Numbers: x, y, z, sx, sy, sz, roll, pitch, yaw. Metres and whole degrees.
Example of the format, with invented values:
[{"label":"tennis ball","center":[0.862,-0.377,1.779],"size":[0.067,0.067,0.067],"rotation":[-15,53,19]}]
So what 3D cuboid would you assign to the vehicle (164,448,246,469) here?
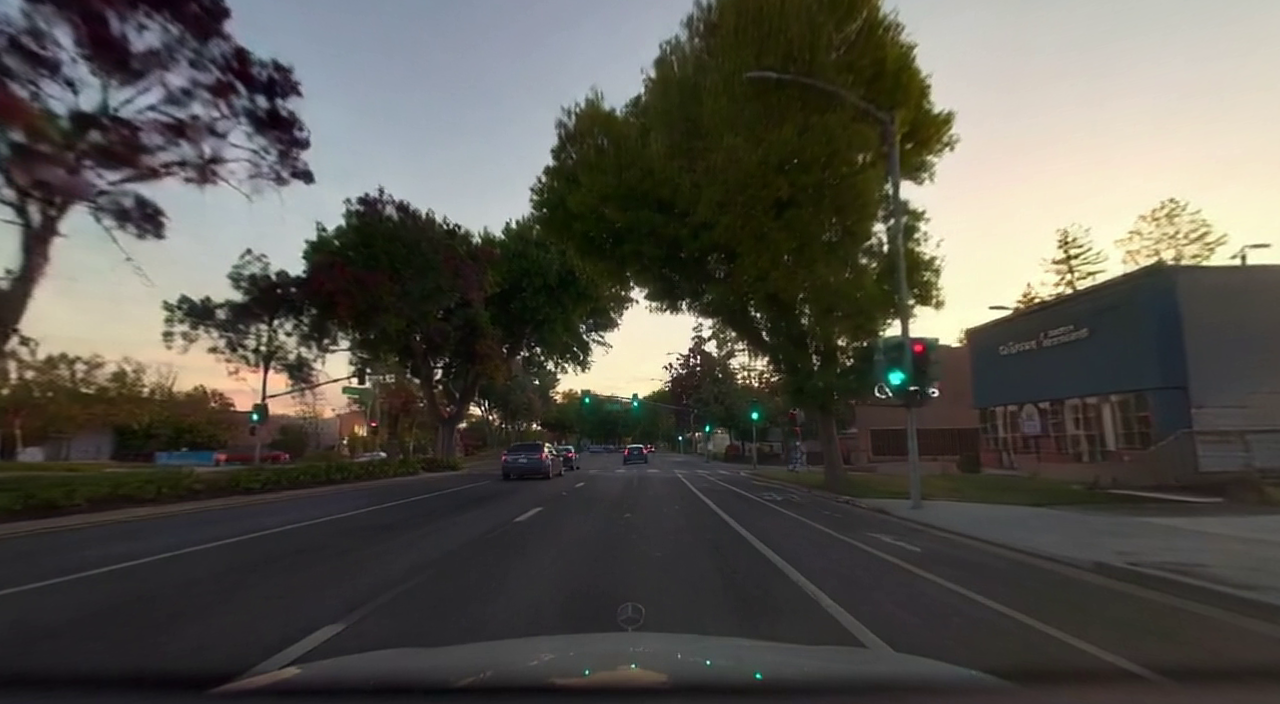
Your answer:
[{"label":"vehicle","center":[-33.336,8.173,48.379],"size":[4.812,1.496,1.988],"rotation":[0,-8,2]}]

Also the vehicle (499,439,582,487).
[{"label":"vehicle","center":[-3.283,3.783,21.763],"size":[2.015,1.470,4.458],"rotation":[0,-8,2]}]

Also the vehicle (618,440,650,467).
[{"label":"vehicle","center":[-0.392,7.068,43.853],"size":[2.153,1.764,4.047],"rotation":[0,-8,1]}]
